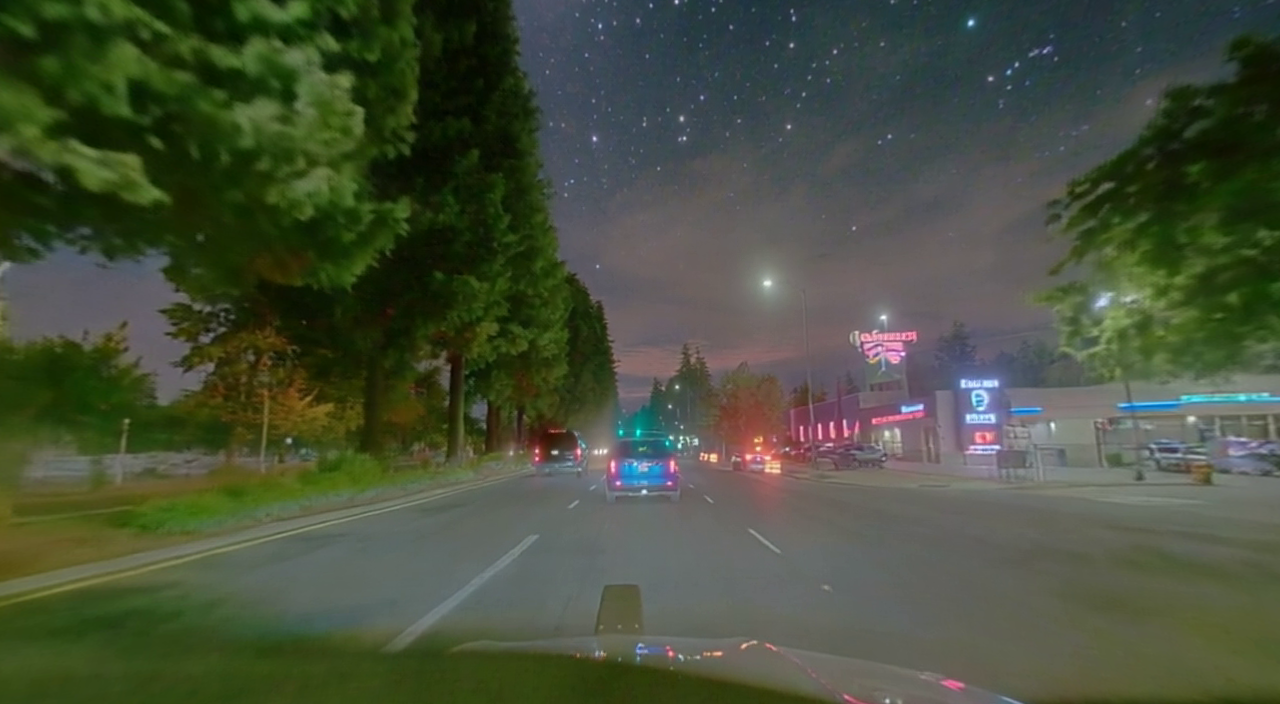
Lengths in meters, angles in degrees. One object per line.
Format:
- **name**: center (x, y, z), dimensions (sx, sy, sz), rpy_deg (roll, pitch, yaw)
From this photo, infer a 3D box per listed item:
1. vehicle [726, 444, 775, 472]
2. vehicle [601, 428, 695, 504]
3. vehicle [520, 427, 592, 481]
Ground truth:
- **vehicle**: center (6.557, 6.333, 37.866), dimensions (2.076, 1.535, 4.460), rpy_deg (1, -9, -1)
- **vehicle**: center (0.122, 2.951, 16.762), dimensions (2.168, 1.725, 4.192), rpy_deg (0, -8, -2)
- **vehicle**: center (-3.485, 4.390, 27.465), dimensions (2.357, 2.063, 5.488), rpy_deg (0, -8, 0)
